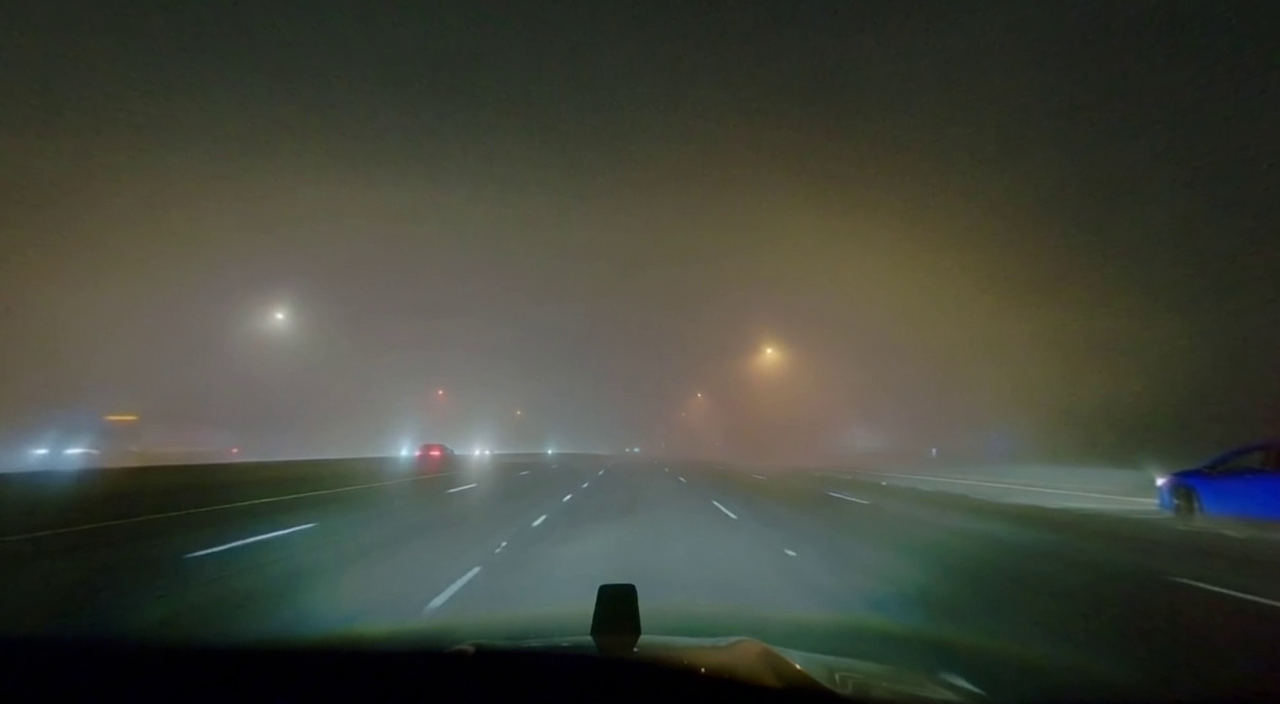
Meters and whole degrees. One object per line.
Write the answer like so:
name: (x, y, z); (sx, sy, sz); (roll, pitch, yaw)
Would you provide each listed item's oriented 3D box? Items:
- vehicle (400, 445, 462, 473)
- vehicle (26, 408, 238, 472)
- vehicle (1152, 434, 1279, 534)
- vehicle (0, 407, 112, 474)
vehicle: (-11.327, 5.818, 34.568); (1.921, 1.452, 4.429); (0, -9, 0)
vehicle: (-38.243, 6.947, 49.359); (2.915, 4.090, 16.659); (0, -9, 0)
vehicle: (10.594, 1.983, 9.483); (1.985, 1.493, 4.486); (0, -9, -1)
vehicle: (-38.126, 5.570, 39.488); (2.992, 3.840, 8.262); (0, -9, 0)
